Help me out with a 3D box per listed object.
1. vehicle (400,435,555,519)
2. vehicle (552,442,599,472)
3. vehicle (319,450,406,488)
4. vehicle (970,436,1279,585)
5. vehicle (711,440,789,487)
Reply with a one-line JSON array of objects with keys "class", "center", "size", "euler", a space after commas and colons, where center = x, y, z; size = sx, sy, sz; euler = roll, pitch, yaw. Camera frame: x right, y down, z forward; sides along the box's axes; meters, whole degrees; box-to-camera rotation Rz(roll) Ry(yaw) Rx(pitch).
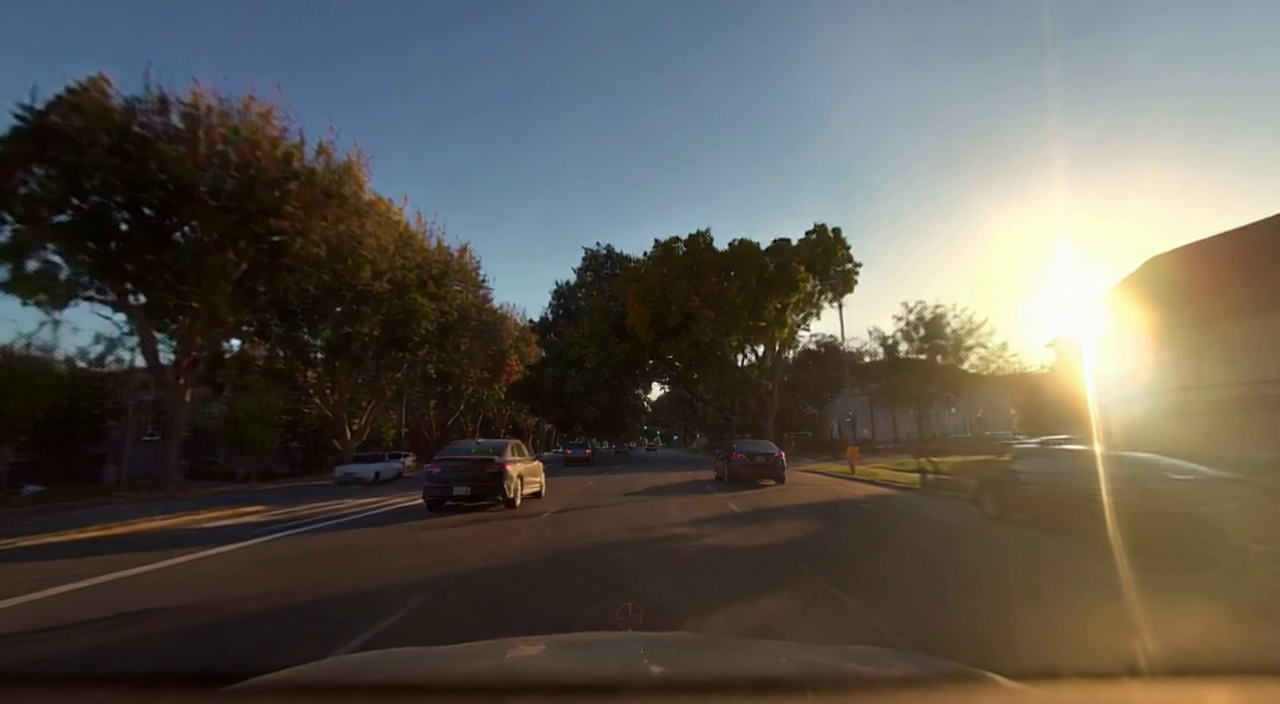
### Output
[{"class": "vehicle", "center": [-3.221, 2.573, 13.564], "size": [2.053, 1.480, 4.381], "euler": [0, -8, 2]}, {"class": "vehicle", "center": [-3.459, 5.748, 34.691], "size": [1.988, 1.497, 4.404], "euler": [0, -8, 2]}, {"class": "vehicle", "center": [-12.253, 5.151, 28.187], "size": [1.868, 1.522, 4.326], "euler": [0, -8, 1]}, {"class": "vehicle", "center": [6.465, 1.860, 8.313], "size": [1.912, 1.433, 4.265], "euler": [0, -8, 0]}, {"class": "vehicle", "center": [3.799, 3.913, 22.512], "size": [2.010, 1.486, 4.498], "euler": [0, -8, 0]}]
